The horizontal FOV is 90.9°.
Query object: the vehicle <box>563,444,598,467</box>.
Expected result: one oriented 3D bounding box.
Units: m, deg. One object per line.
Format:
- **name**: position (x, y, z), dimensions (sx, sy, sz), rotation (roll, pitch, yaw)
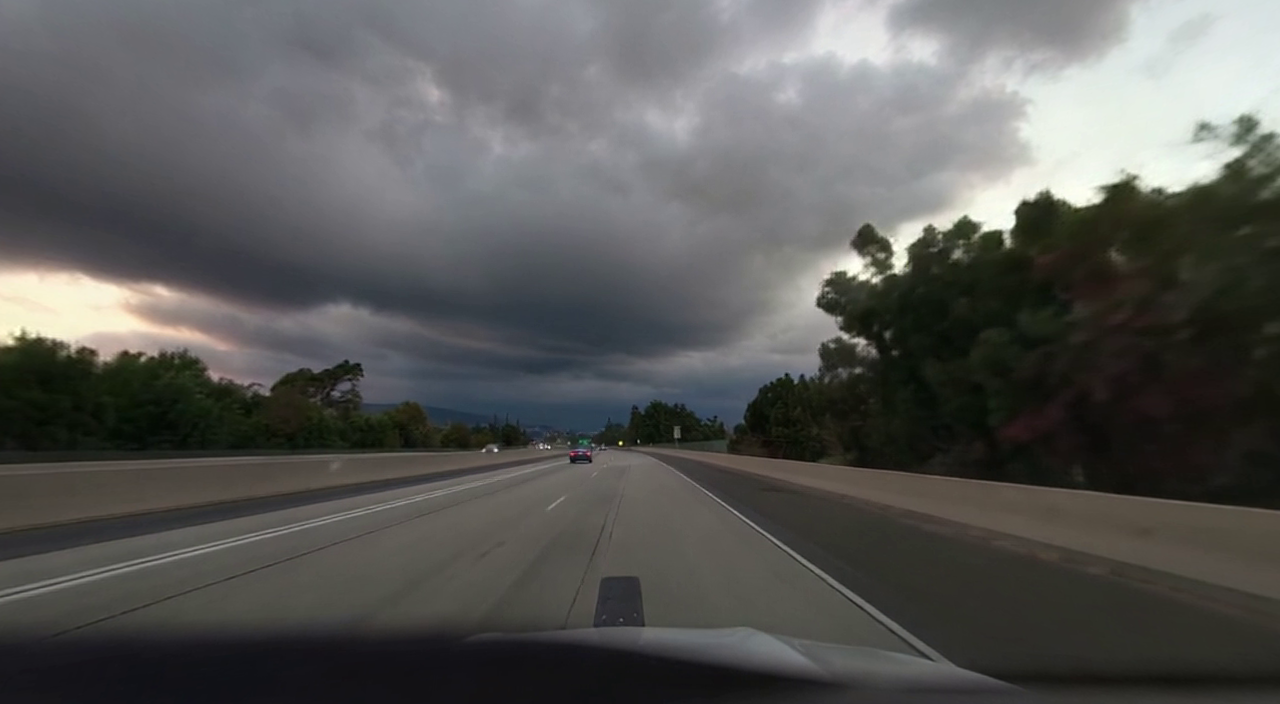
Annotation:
- **vehicle**: position (-4.170, 7.329, 44.816), dimensions (2.083, 1.560, 4.713), rotation (0, -9, -1)
